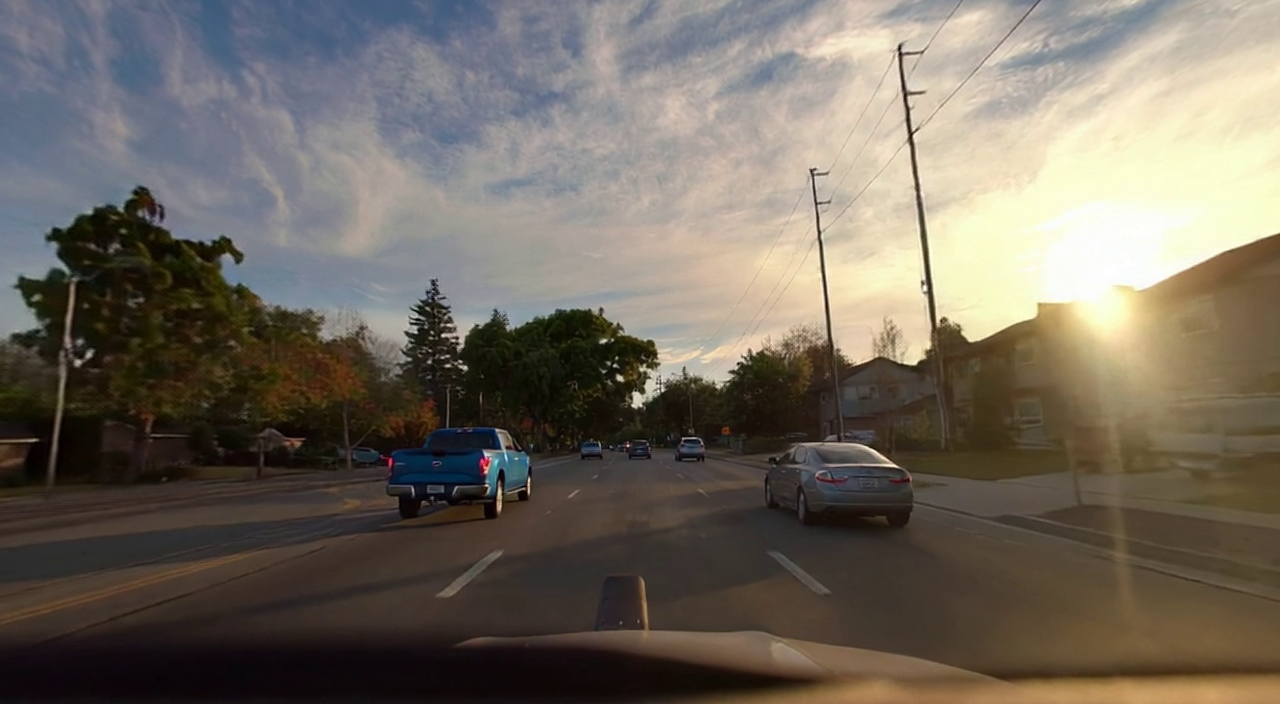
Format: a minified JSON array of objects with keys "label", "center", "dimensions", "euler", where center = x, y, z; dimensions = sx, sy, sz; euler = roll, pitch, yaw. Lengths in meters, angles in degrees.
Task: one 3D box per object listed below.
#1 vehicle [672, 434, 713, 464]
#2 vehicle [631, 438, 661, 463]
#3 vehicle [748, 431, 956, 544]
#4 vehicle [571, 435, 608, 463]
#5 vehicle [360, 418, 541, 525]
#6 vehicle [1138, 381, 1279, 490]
[{"label":"vehicle","center":[3.373,6.358,41.443],"dimensions":[2.099,1.845,4.363],"euler":[0,-8,-2]},{"label":"vehicle","center":[0.368,6.865,44.287],"dimensions":[1.997,1.636,3.760],"euler":[0,-8,-2]},{"label":"vehicle","center":[3.146,2.086,10.438],"dimensions":[1.884,1.463,4.195],"euler":[0,-8,-1]},{"label":"vehicle","center":[-3.464,6.800,44.307],"dimensions":[2.218,1.829,4.492],"euler":[0,-8,0]},{"label":"vehicle","center":[-3.542,2.363,13.104],"dimensions":[2.111,1.745,5.274],"euler":[0,-8,0]},{"label":"vehicle","center":[14.729,1.853,14.331],"dimensions":[4.801,2.233,2.222],"euler":[-2,-9,0]}]
